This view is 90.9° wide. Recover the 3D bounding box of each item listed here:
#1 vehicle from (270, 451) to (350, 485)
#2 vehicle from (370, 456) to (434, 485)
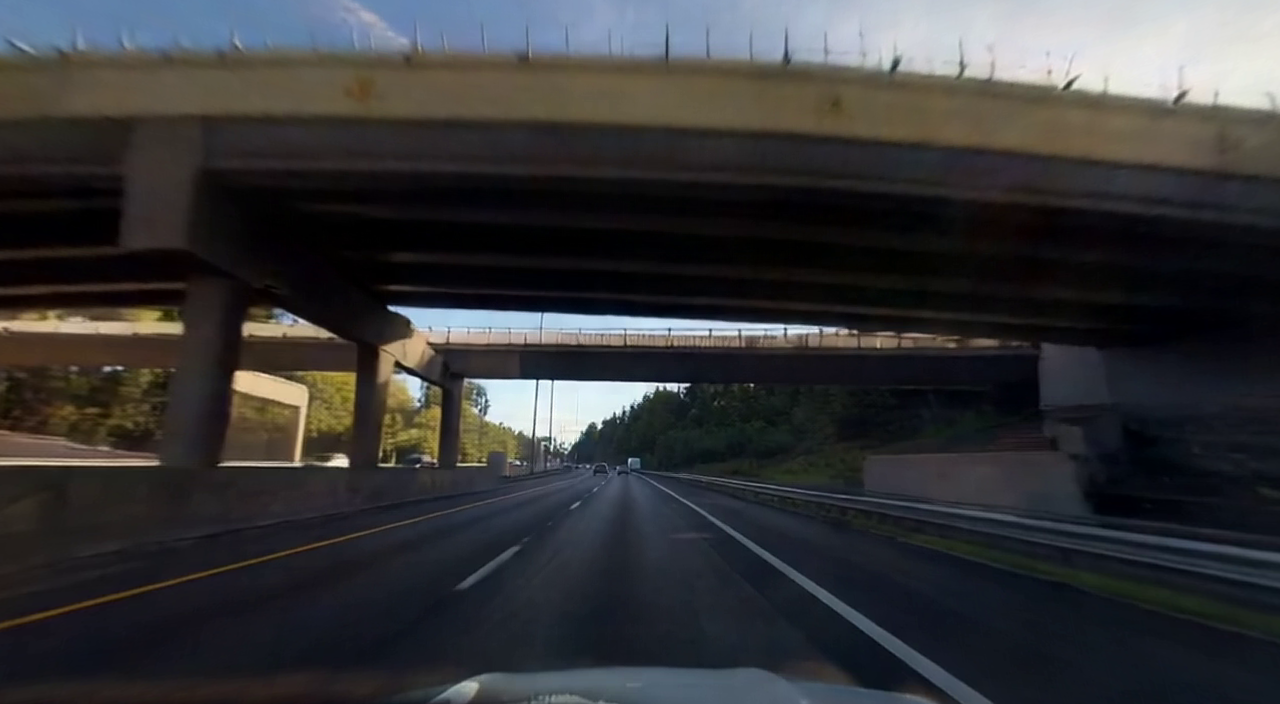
[{"bbox_3d":[-17.144,6.074,32.978,1.942,1.617,4.080,1,-11,-1],"label":"vehicle"},{"bbox_3d":[-13.340,6.687,35.630,1.912,1.470,4.330,1,-11,0],"label":"vehicle"}]
